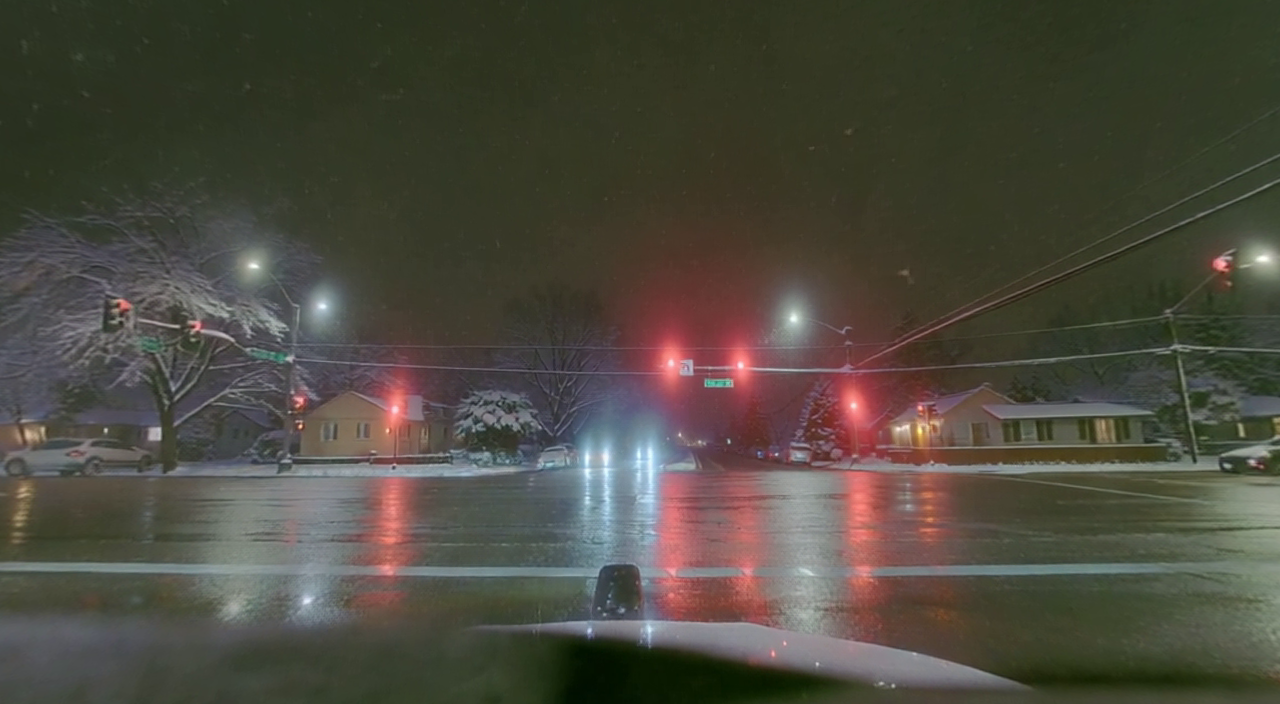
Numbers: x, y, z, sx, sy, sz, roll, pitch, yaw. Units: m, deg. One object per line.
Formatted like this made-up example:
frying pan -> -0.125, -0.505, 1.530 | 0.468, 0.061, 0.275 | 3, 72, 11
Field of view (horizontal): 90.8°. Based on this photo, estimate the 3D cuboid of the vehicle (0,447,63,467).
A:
vehicle -> -44.284, 7.526, 45.380 | 3.949, 1.422, 1.744 | 0, -9, 1

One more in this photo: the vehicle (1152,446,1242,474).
vehicle -> 36.781, 7.105, 41.871 | 1.853, 1.723, 4.460 | 0, -9, 0
